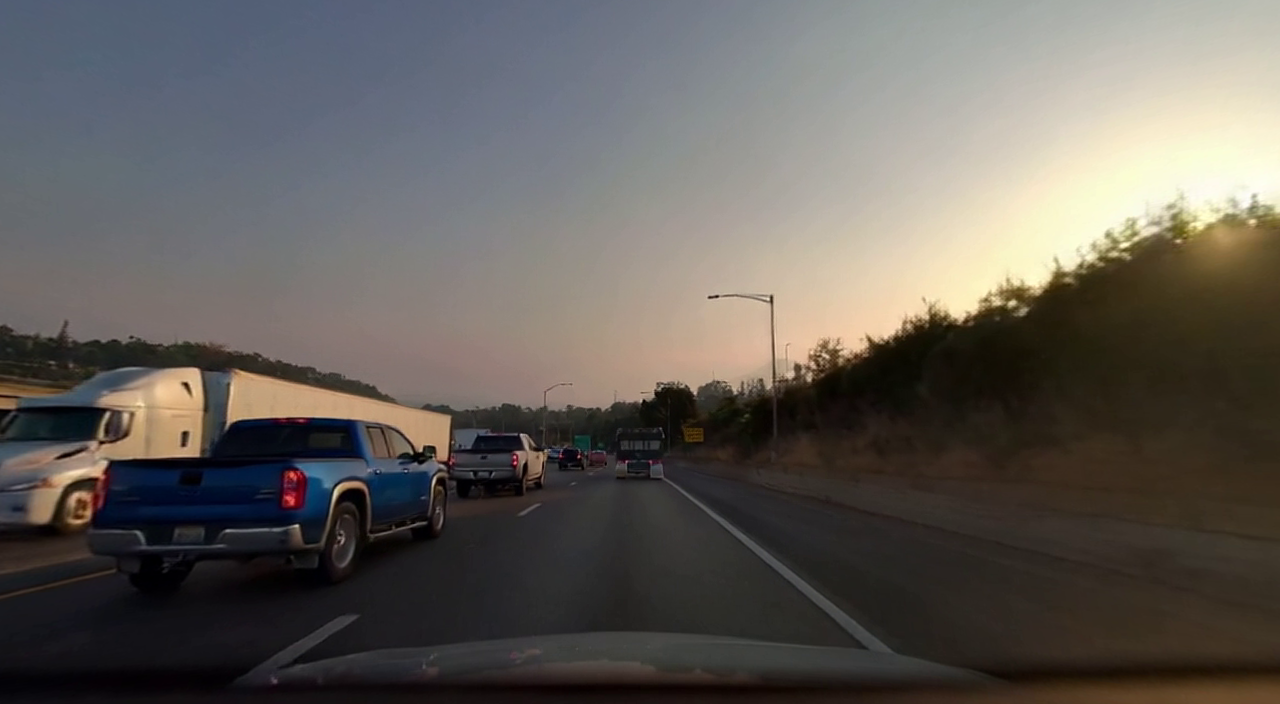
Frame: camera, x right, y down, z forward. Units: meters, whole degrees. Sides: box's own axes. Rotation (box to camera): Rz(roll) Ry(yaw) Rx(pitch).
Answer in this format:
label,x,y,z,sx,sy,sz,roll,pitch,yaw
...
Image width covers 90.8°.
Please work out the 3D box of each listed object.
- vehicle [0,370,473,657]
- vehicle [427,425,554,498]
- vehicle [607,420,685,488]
label,x,y,z,sx,sy,sz,roll,pitch,yaw
vehicle,-3.632,1.421,6.673,2.303,1.835,5.044,-1,-9,1
vehicle,-4.436,3.402,20.002,2.575,1.958,5.730,-1,-9,1
vehicle,0.066,4.373,27.365,2.886,2.471,7.692,0,-9,-2
